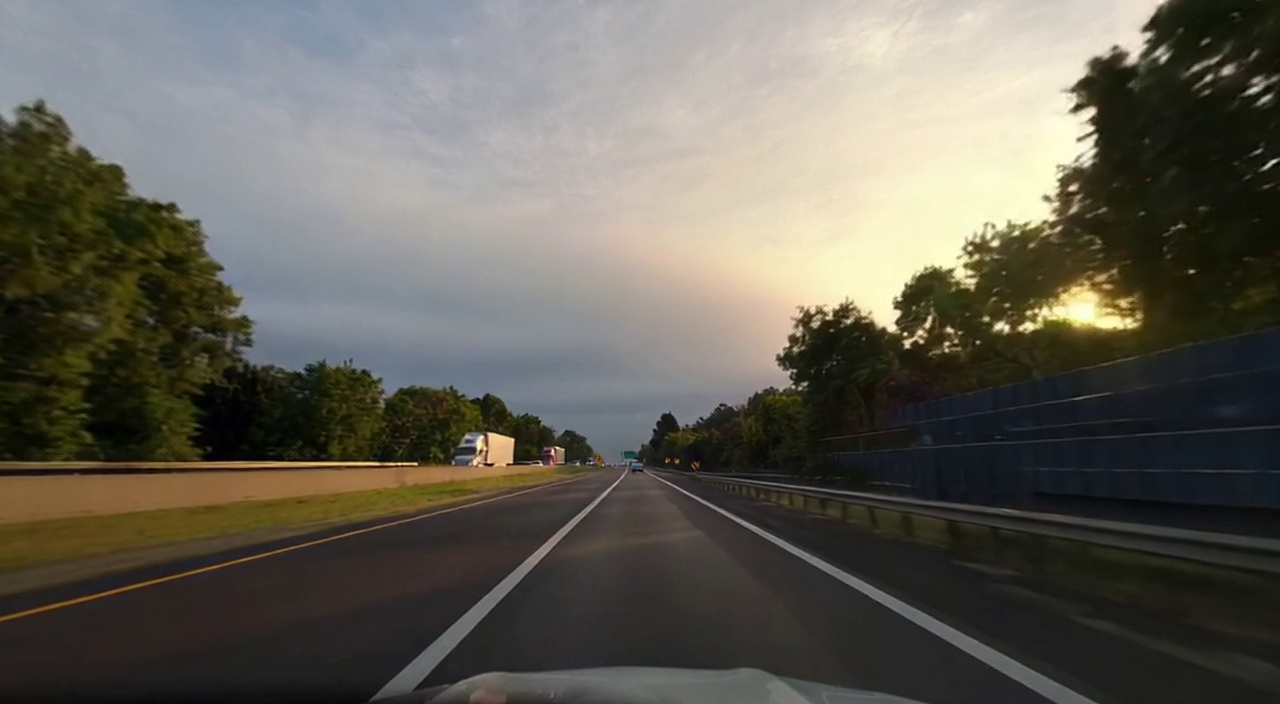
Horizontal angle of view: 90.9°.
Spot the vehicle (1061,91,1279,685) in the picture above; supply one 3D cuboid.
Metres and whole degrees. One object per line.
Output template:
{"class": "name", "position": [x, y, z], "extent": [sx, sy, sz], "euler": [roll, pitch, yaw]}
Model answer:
{"class": "vehicle", "position": [5.143, 0.289, 4.446], "extent": [1.837, 3.859, 3.230], "euler": [0, -10, 1]}
